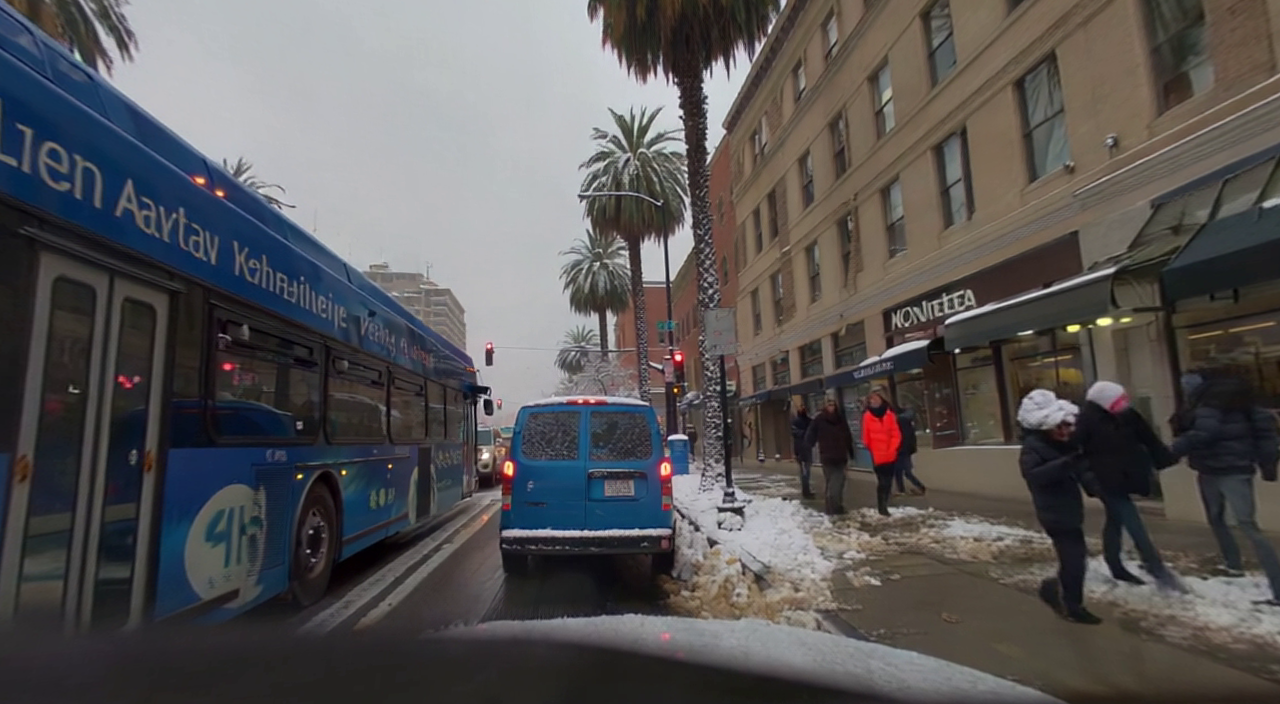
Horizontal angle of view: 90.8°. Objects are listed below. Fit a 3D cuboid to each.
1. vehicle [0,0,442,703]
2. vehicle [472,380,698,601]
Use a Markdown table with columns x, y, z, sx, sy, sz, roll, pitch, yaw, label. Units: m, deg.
| x | y | z | sx | sy | sz | roll | pitch | yaw | label |
| --- | --- | --- | --- | --- | --- | --- | --- | --- | --- |
| -3.719 | 0.140 | 2.870 | 2.863 | 3.233 | 11.573 | 1 | -8 | -5 | vehicle |
| -0.797 | 1.527 | 7.795 | 2.002 | 1.907 | 4.211 | 1 | -9 | -9 | vehicle |
